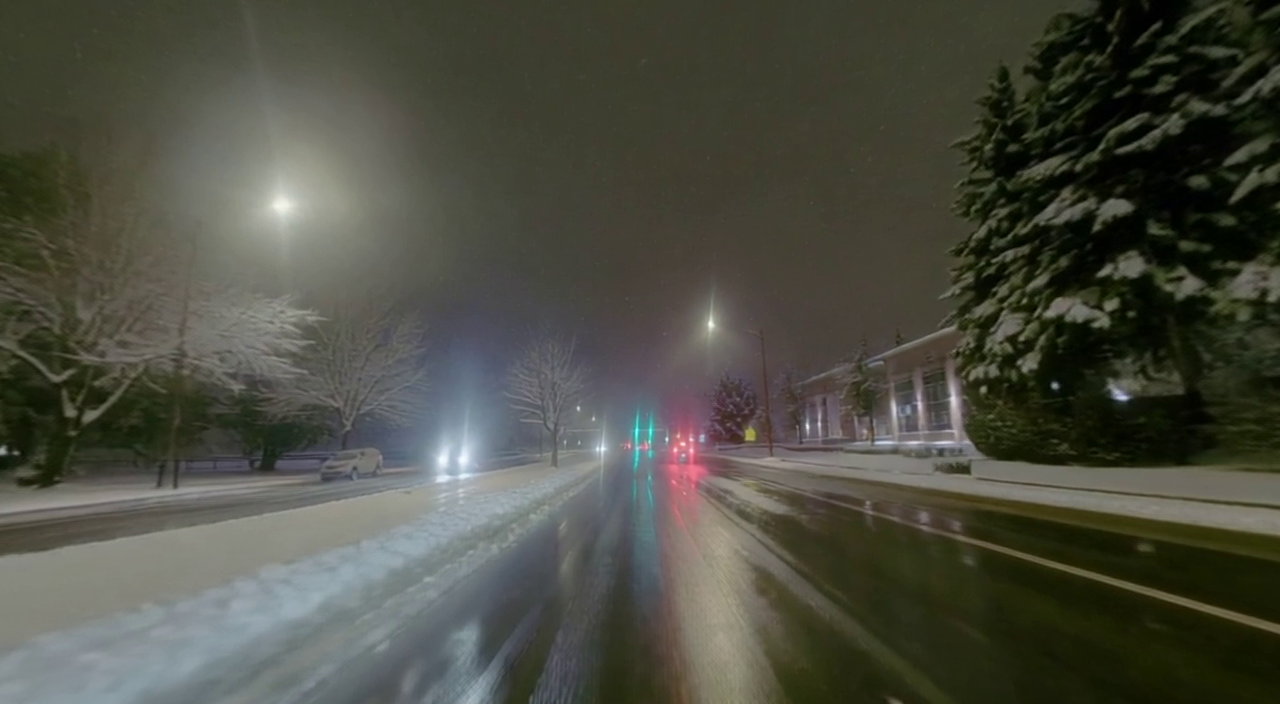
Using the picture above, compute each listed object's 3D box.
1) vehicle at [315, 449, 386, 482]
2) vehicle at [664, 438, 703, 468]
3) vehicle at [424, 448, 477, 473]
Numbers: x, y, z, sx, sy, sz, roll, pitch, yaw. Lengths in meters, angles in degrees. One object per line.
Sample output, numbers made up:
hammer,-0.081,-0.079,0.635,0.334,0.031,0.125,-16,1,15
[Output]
vehicle,-17.040,6.658,37.439,2.052,1.776,4.483,0,-8,0
vehicle,2.818,6.668,41.961,2.085,1.828,5.383,0,-8,-1
vehicle,-11.892,6.828,39.997,1.890,1.446,4.714,0,-9,0
